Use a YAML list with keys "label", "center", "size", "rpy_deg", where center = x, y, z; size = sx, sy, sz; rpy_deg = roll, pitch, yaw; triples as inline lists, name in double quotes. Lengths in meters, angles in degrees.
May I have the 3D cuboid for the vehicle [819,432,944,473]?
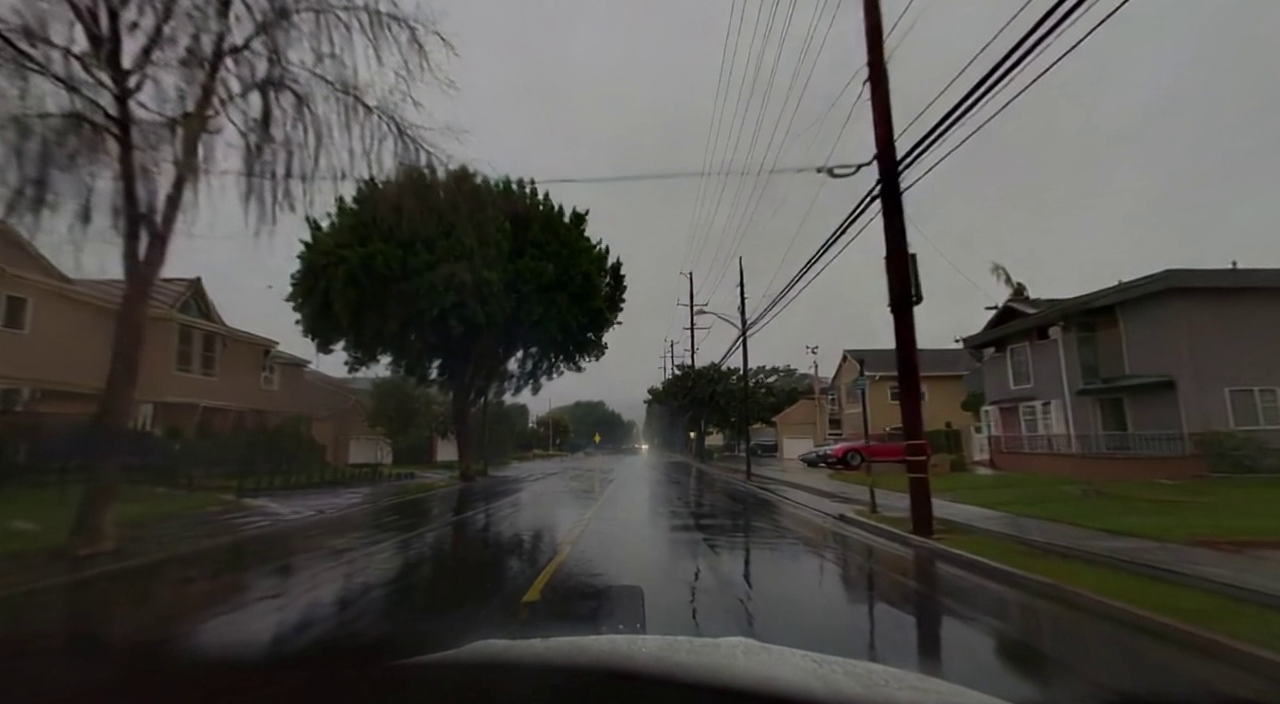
- label: "vehicle"
  center: [10.924, 4.583, 28.891]
  size: [4.902, 1.794, 1.975]
  rpy_deg: [-1, -9, 4]
